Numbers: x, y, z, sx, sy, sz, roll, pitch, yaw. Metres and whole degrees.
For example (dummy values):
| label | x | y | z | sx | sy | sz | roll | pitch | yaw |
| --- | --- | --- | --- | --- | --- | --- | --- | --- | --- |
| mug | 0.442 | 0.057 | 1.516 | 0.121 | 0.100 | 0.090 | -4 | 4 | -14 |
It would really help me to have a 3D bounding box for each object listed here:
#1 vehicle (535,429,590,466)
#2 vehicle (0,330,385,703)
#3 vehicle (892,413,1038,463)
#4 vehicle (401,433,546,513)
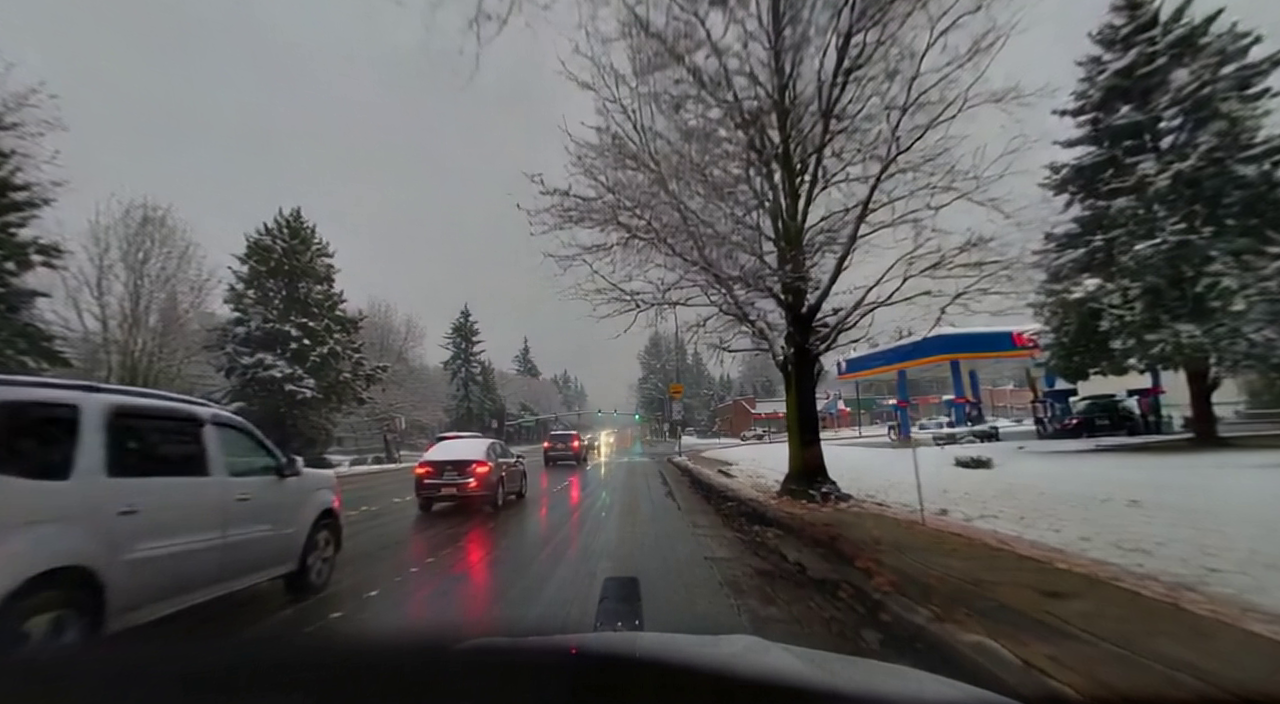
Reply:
| label | x | y | z | sx | sy | sz | roll | pitch | yaw |
| --- | --- | --- | --- | --- | --- | --- | --- | --- | --- |
| vehicle | -4.002 | 5.038 | 33.347 | 2.306 | 1.815 | 4.476 | 0 | -8 | 1 |
| vehicle | -4.027 | 1.100 | 4.732 | 2.071 | 1.896 | 4.782 | -1 | -8 | 2 |
| vehicle | 12.174 | 3.244 | 23.827 | 4.385 | 1.439 | 1.912 | -5 | -7 | 4 |
| vehicle | -3.434 | 2.556 | 13.898 | 1.888 | 1.452 | 4.303 | -1 | -8 | 2 |
